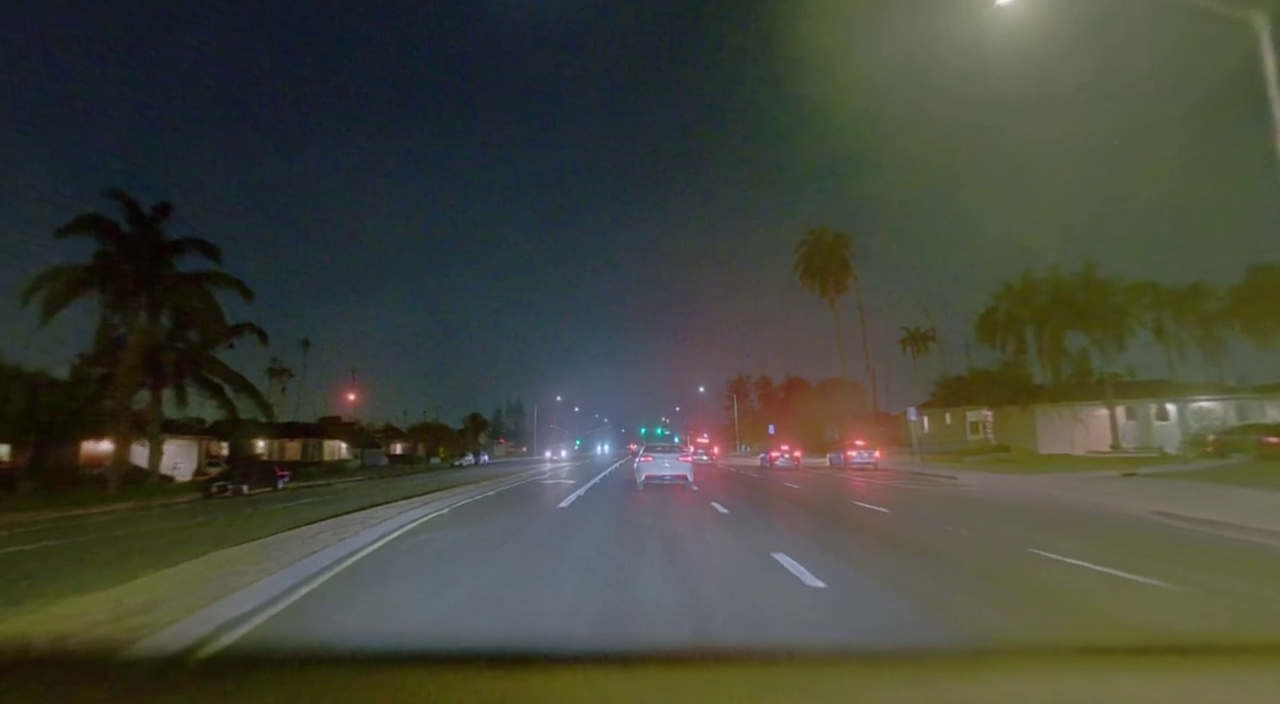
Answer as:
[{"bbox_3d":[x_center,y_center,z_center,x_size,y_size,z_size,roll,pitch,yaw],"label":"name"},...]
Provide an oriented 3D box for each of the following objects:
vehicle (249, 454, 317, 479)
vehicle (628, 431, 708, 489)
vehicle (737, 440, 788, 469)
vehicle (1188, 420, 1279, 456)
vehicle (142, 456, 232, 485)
[{"bbox_3d":[-23.402,7.518,41.486,1.834,1.499,4.346,0,-9,1],"label":"vehicle"},{"bbox_3d":[0.777,3.460,20.506,2.289,1.679,4.180,0,-8,-1],"label":"vehicle"},{"bbox_3d":[6.643,5.605,34.668,1.897,1.477,4.360,0,-8,-1],"label":"vehicle"},{"bbox_3d":[27.594,3.905,28.386,1.781,1.520,3.979,2,-9,-13],"label":"vehicle"},{"bbox_3d":[-26.399,6.898,36.932,1.813,1.452,4.619,0,-8,0],"label":"vehicle"}]
